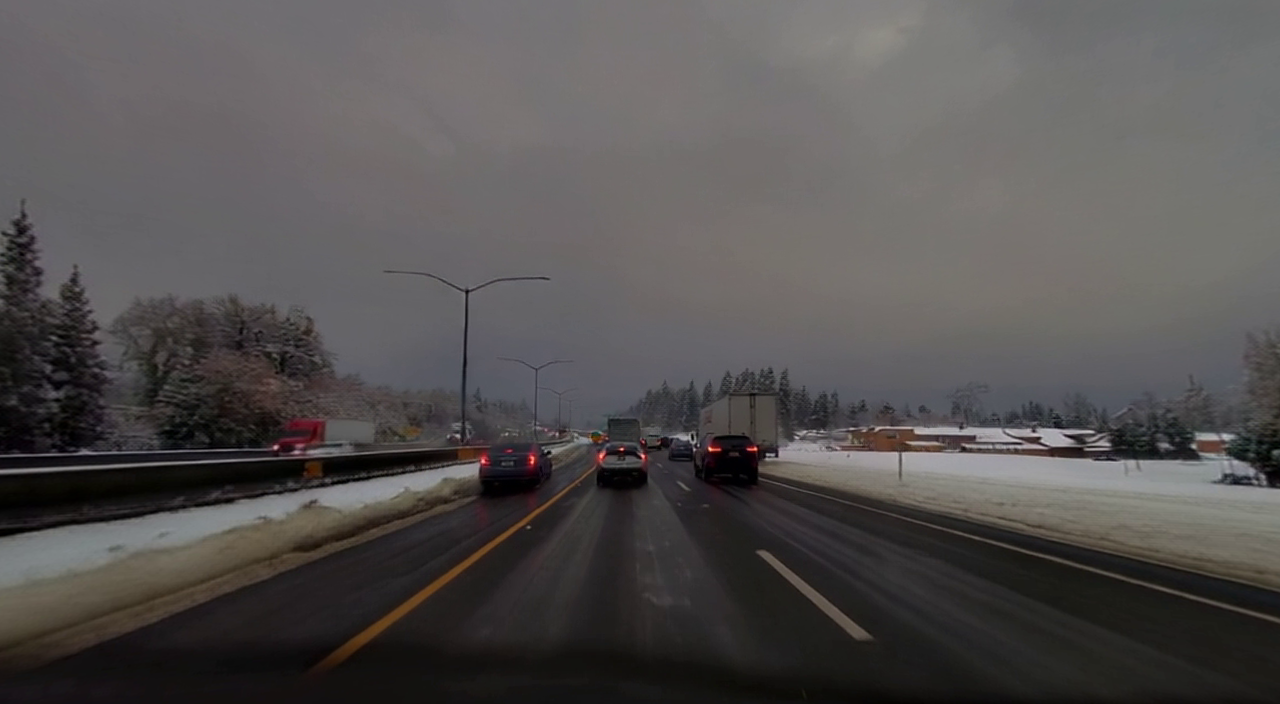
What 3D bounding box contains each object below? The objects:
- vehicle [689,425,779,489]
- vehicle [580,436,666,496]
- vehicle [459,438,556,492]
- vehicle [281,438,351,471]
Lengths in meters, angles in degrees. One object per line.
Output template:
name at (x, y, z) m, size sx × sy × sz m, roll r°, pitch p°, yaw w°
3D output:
vehicle at (2.967, 3.440, 20.972) m, size 2.173 × 1.870 × 4.499 m, roll 0°, pitch -8°, yaw -2°
vehicle at (-0.441, 3.166, 17.873) m, size 2.136 × 1.470 × 3.971 m, roll 0°, pitch -8°, yaw 0°
vehicle at (-3.876, 3.385, 19.236) m, size 1.998 × 1.423 × 4.436 m, roll 0°, pitch -8°, yaw 0°
vehicle at (-19.888, 6.284, 38.890) m, size 2.038 × 1.886 × 4.746 m, roll 0°, pitch -8°, yaw -4°
